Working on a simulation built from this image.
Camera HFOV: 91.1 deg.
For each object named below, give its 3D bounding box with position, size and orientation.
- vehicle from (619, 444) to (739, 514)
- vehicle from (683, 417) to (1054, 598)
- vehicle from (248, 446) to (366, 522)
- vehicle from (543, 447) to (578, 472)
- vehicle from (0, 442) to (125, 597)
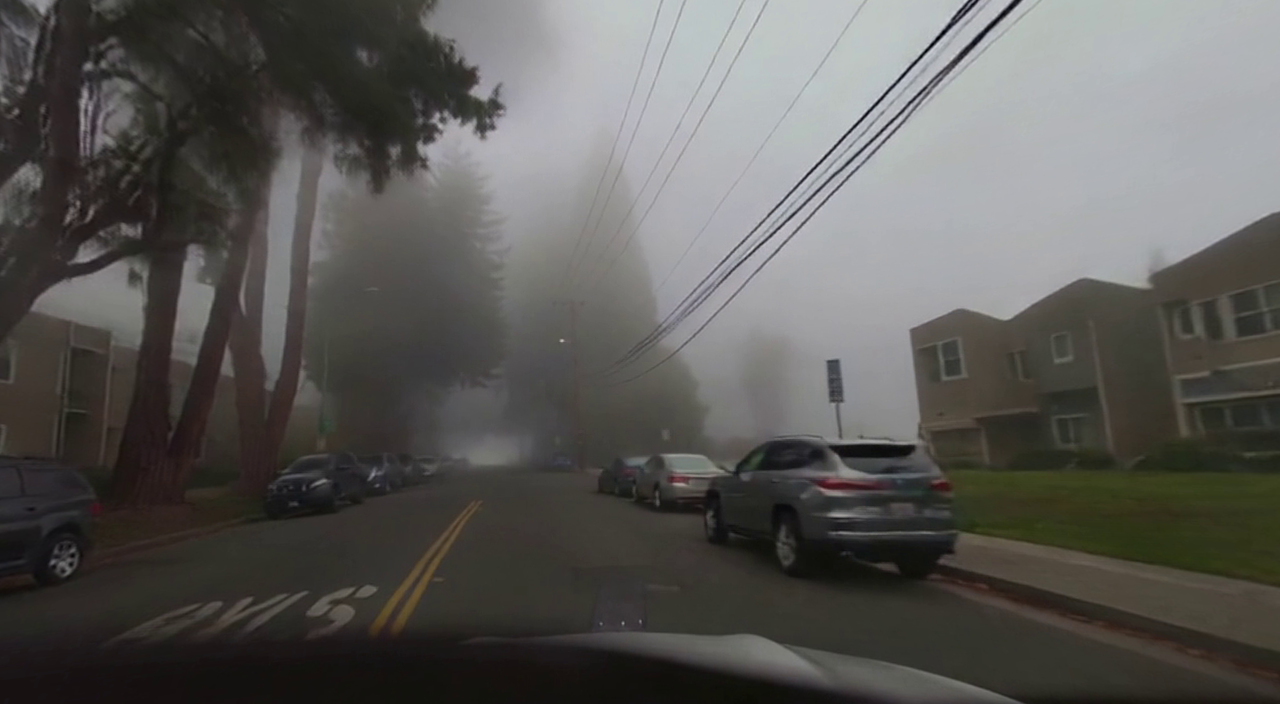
[{"bbox_3d":[0.802,3.154,16.240,1.868,1.494,4.652,1,-9,-12],"label":"vehicle"},{"bbox_3d":[2.397,1.828,8.511,2.272,1.626,5.170,2,-9,-12],"label":"vehicle"},{"bbox_3d":[-10.337,4.038,19.959,2.056,1.876,4.824,-1,-7,-12],"label":"vehicle"},{"bbox_3d":[-6.145,8.276,48.285,2.328,1.730,4.225,1,-11,-12],"label":"vehicle"},{"bbox_3d":[-8.800,2.075,7.617,2.037,1.851,4.569,0,-11,-13],"label":"vehicle"}]
